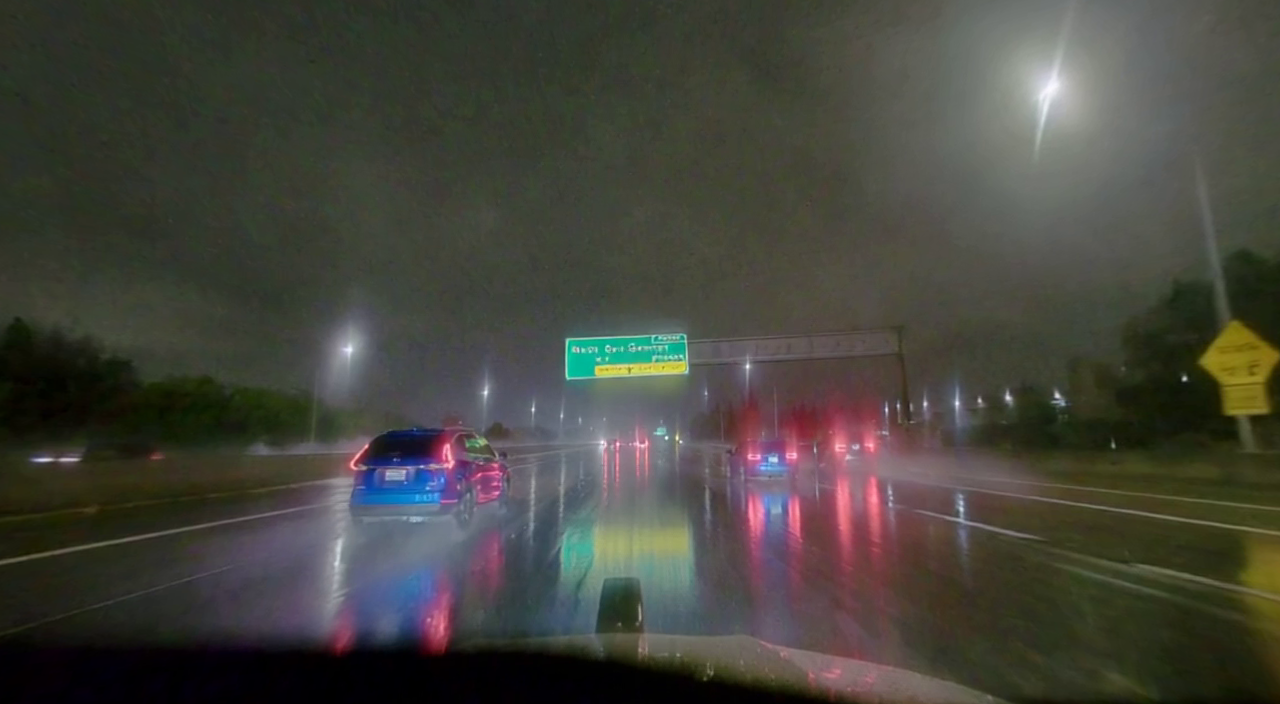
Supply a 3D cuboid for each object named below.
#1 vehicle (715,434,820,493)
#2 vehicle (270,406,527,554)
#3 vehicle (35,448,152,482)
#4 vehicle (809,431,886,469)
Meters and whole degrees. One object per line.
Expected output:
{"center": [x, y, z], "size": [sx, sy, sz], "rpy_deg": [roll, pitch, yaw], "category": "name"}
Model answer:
{"center": [3.700, 3.341, 19.292], "size": [2.107, 1.550, 4.949], "rpy_deg": [0, -8, -1], "category": "vehicle"}
{"center": [-3.281, 1.858, 9.833], "size": [2.193, 1.746, 4.512], "rpy_deg": [0, -8, 0], "category": "vehicle"}
{"center": [-26.675, 5.494, 31.023], "size": [1.831, 1.479, 4.309], "rpy_deg": [0, -8, 1], "category": "vehicle"}
{"center": [11.175, 5.326, 34.524], "size": [2.223, 1.865, 5.704], "rpy_deg": [0, -8, -1], "category": "vehicle"}
